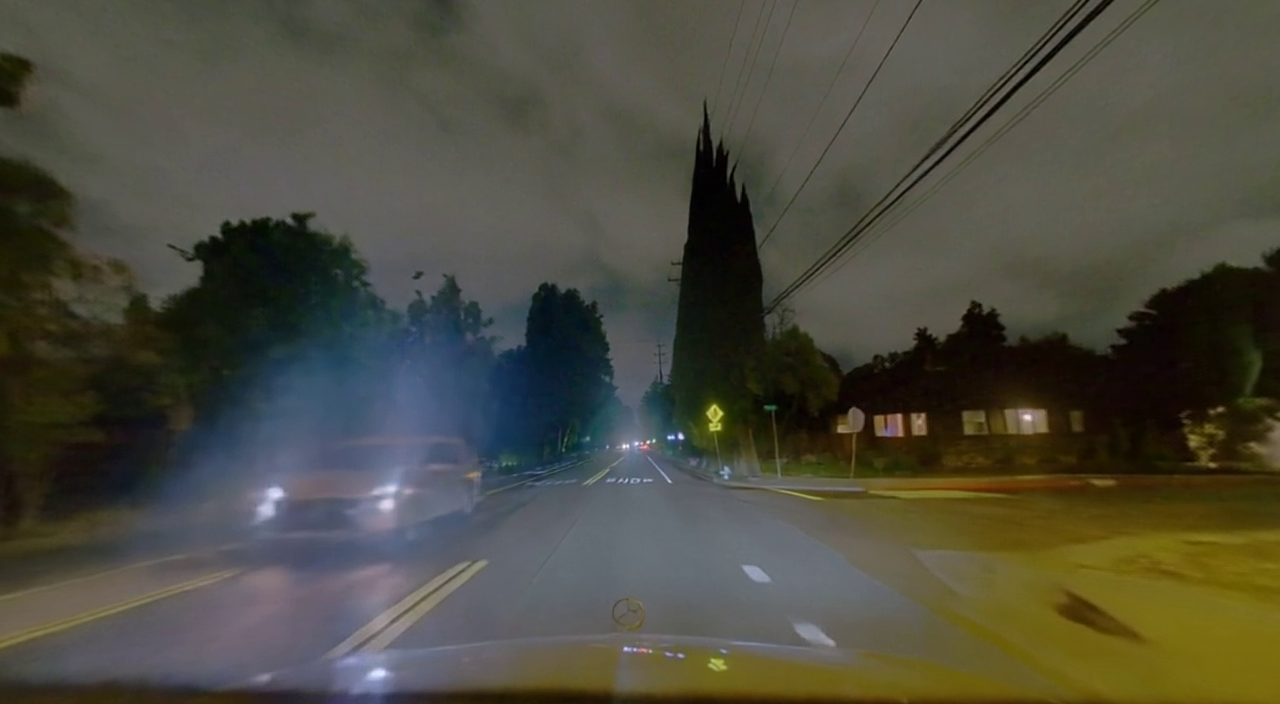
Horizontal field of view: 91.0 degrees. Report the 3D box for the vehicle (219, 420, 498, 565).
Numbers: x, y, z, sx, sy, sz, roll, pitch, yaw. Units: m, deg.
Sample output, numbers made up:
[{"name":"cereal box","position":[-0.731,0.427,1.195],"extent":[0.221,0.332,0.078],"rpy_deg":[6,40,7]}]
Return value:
[{"name":"vehicle","position":[-4.043,2.111,10.299],"extent":[2.267,1.768,4.911],"rpy_deg":[0,-9,0]}]
